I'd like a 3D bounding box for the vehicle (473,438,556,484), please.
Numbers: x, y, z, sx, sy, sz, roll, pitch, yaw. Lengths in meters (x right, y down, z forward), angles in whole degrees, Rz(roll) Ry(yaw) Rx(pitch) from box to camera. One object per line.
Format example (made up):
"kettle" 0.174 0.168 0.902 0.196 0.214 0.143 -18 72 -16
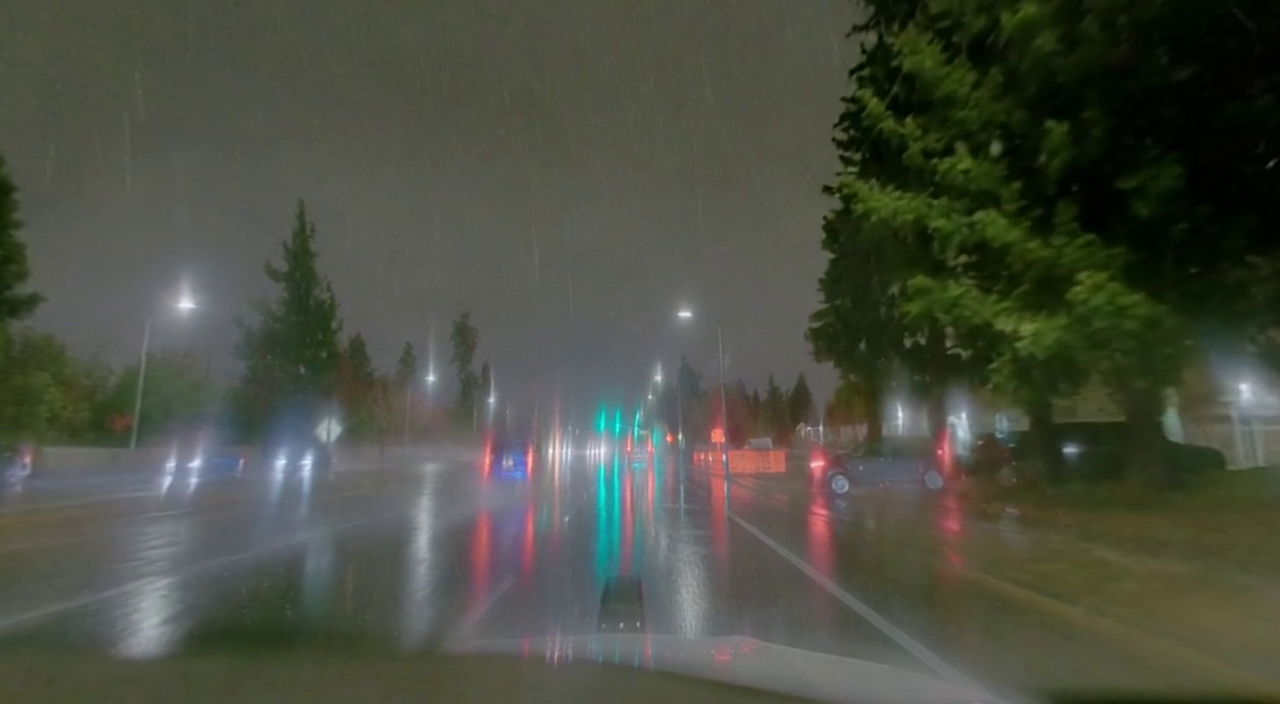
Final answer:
"vehicle" -4.849 4.300 25.130 2.198 1.663 4.519 0 -9 3

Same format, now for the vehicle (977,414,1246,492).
"vehicle" 11.645 2.535 15.919 4.936 1.813 2.158 -1 -9 3

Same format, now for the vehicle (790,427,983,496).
"vehicle" 6.592 2.993 17.380 4.447 1.754 2.182 -1 -9 5

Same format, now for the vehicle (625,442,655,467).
"vehicle" -0.007 7.473 46.108 2.135 1.711 4.124 0 -9 0

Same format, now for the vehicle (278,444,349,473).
"vehicle" -20.729 6.745 40.176 2.053 1.761 4.479 0 -9 1

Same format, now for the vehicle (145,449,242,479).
"vehicle" -24.845 6.240 35.275 1.906 1.525 4.709 0 -9 1
